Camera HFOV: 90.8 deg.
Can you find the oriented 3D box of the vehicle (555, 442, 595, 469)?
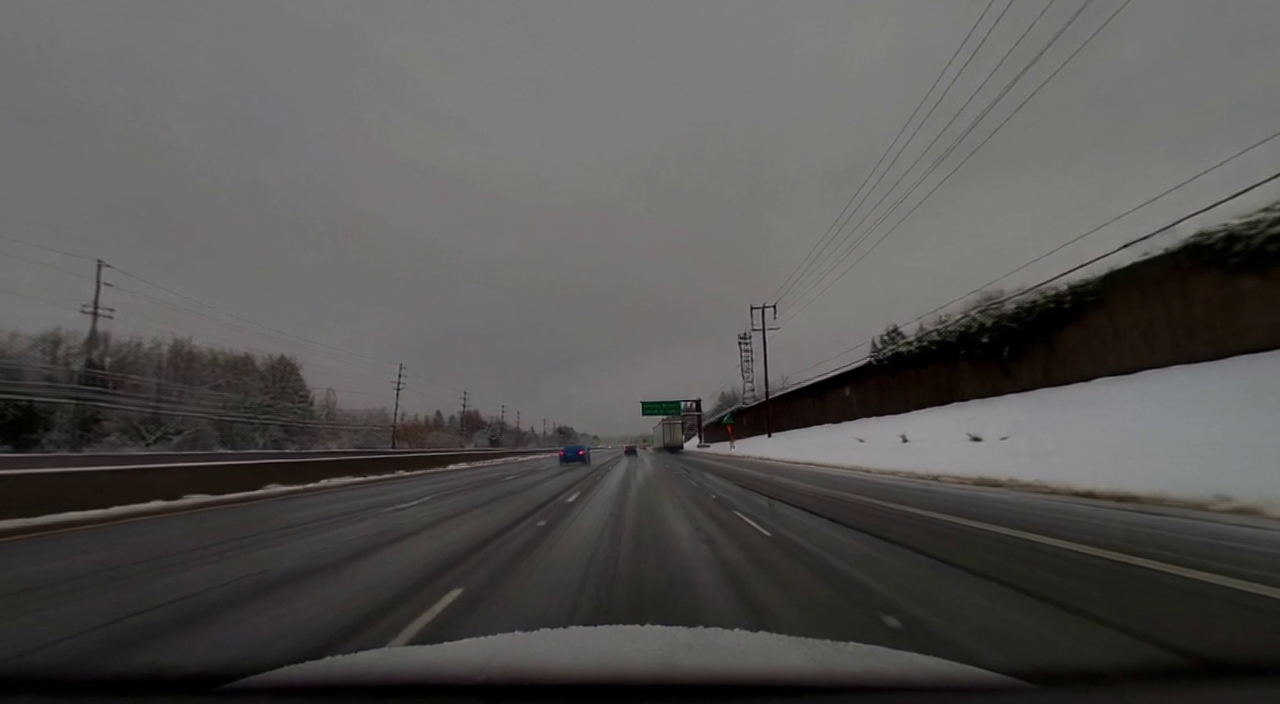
[{"bbox_3d":[-3.886,6.288,38.370,2.009,1.533,4.175,0,-9,0],"label":"vehicle"}]
